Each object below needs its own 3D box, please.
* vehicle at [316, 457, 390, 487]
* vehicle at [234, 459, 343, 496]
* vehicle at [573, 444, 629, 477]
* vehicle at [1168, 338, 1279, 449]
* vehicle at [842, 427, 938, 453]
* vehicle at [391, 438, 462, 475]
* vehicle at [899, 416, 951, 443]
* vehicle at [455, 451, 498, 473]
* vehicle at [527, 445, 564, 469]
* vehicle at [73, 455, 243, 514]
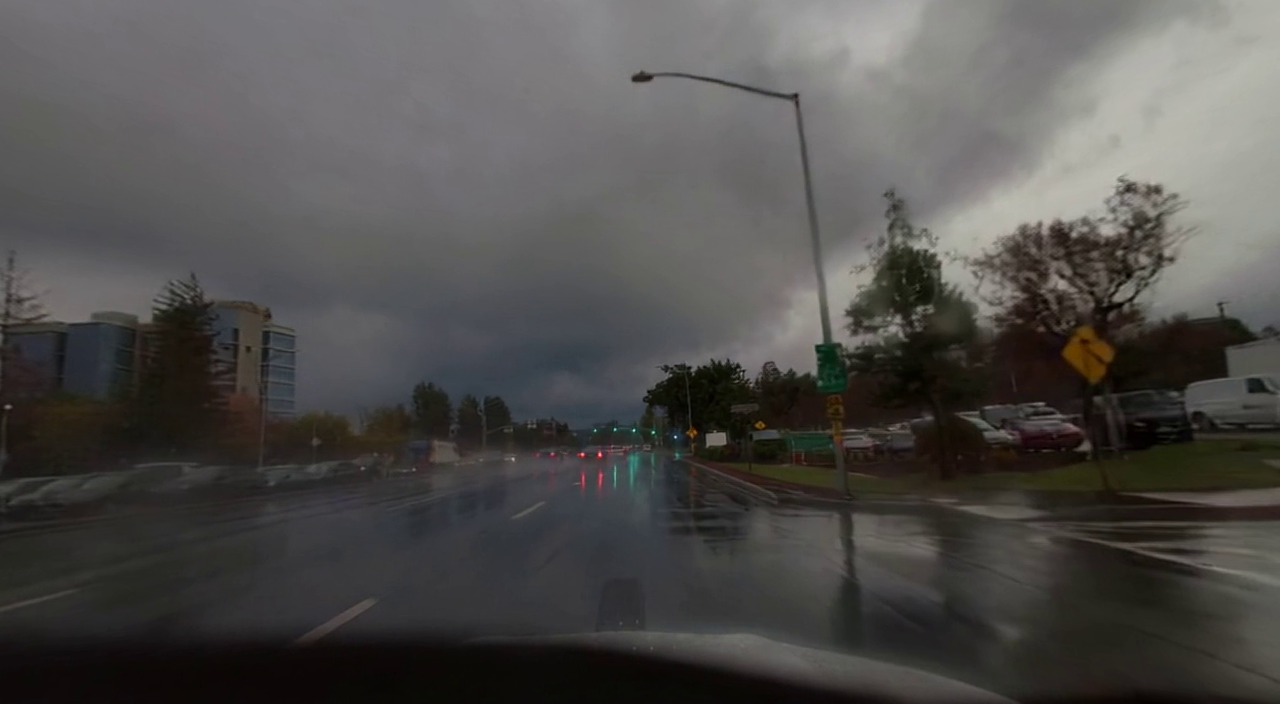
[{"bbox_3d":[-16.228,6.790,36.028,2.024,1.531,4.580,0,-8,1],"label":"vehicle"},{"bbox_3d":[-16.376,5.847,29.807,2.162,1.480,5.017,0,-8,1],"label":"vehicle"},{"bbox_3d":[-1.855,5.367,31.517,2.235,1.500,4.420,-1,-8,4],"label":"vehicle"},{"bbox_3d":[14.063,0.882,12.404,5.161,1.993,2.293,-1,-8,3],"label":"vehicle"},{"bbox_3d":[14.493,5.145,36.841,4.739,1.424,1.936,0,-8,1],"label":"vehicle"},{"bbox_3d":[-16.397,8.062,49.067,2.599,2.675,7.177,-1,-8,4],"label":"vehicle"},{"bbox_3d":[21.406,5.926,47.721,1.950,1.823,4.752,-1,-9,4],"label":"vehicle"},{"bbox_3d":[-12.348,8.318,48.049,2.013,1.498,4.474,0,-8,0],"label":"vehicle"},{"bbox_3d":[-7.296,8.106,49.086,2.054,1.744,4.422,0,-8,2],"label":"vehicle"},{"bbox_3d":[-16.422,4.486,21.936,2.073,1.749,4.770,0,-8,1],"label":"vehicle"}]
